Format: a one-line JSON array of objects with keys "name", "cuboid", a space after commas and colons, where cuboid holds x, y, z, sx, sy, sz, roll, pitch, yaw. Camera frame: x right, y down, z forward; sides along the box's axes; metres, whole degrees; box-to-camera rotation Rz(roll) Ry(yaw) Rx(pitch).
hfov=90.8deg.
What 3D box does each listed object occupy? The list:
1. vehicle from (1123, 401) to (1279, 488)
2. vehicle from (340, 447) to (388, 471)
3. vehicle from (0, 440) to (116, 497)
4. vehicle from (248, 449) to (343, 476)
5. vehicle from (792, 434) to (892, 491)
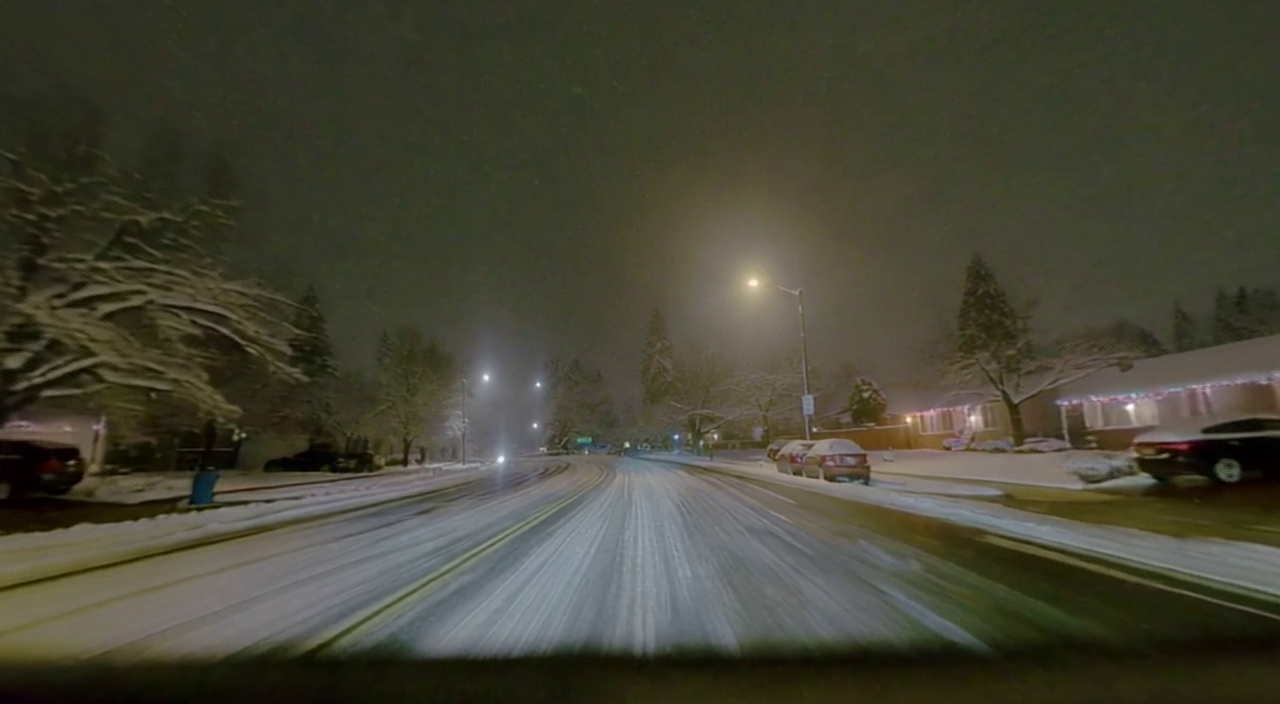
[{"name": "vehicle", "cuboid": [15.231, 2.203, 15.678, 4.513, 1.818, 2.159, -5, -8, 0]}, {"name": "vehicle", "cuboid": [-18.770, 7.290, 43.140, 1.998, 1.492, 4.660, 1, -8, -11]}, {"name": "vehicle", "cuboid": [-21.171, 3.823, 20.857, 5.659, 1.769, 2.073, 0, -8, -3]}, {"name": "vehicle", "cuboid": [-20.127, 6.441, 37.085, 4.367, 1.466, 1.980, 0, -8, -3]}, {"name": "vehicle", "cuboid": [6.760, 3.741, 21.763, 1.996, 1.745, 4.556, -1, -8, 1]}]
